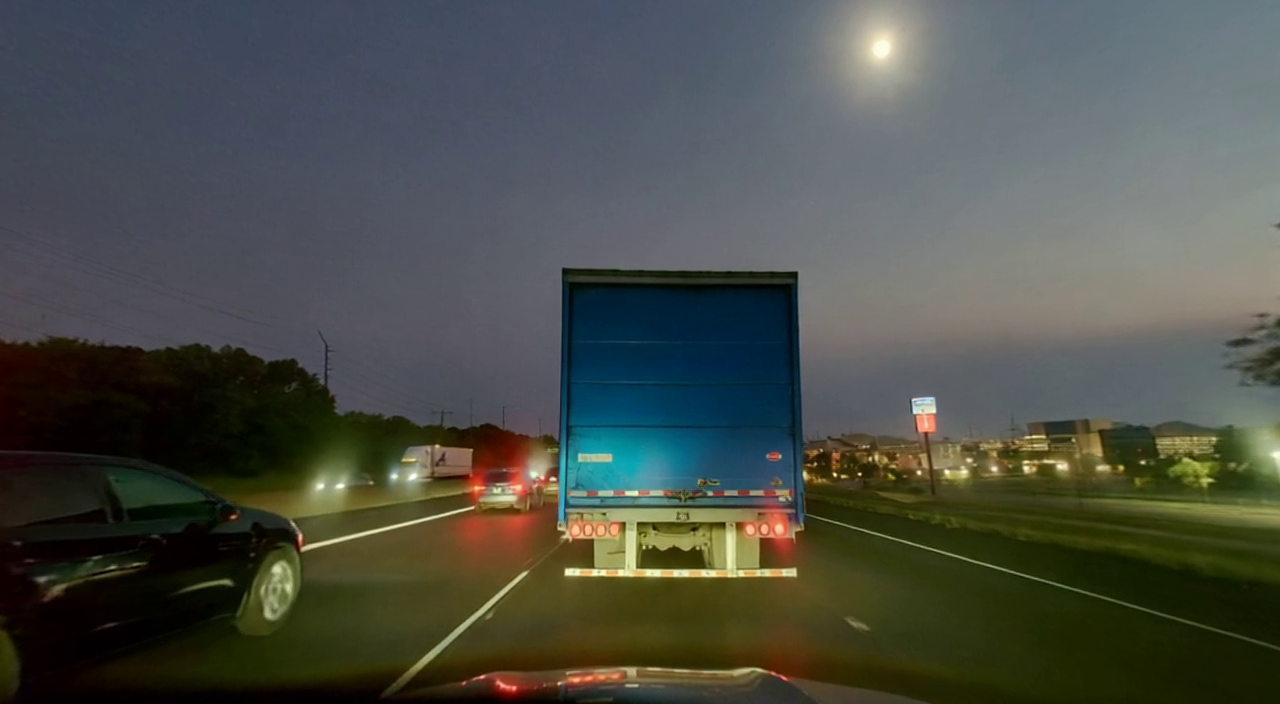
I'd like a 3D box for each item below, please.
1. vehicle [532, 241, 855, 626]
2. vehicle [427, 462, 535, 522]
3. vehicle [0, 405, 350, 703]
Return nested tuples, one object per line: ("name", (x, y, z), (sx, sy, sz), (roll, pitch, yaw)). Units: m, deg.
("vehicle", (0.629, 1.443, 10.138), (2.831, 3.529, 8.689), (0, -11, 2))
("vehicle", (-4.443, 3.995, 18.363), (1.891, 1.469, 4.431), (0, -11, 1))
("vehicle", (-3.923, 1.185, 3.702), (1.983, 1.575, 4.973), (0, -11, 1))
